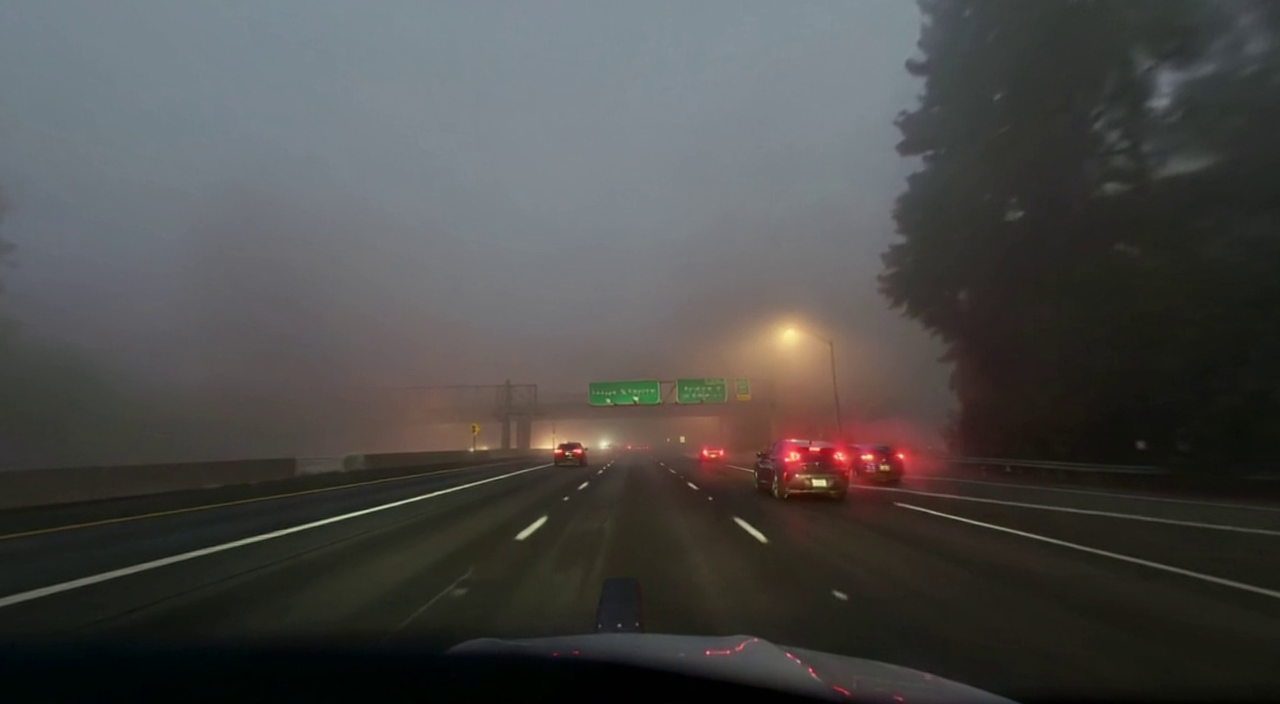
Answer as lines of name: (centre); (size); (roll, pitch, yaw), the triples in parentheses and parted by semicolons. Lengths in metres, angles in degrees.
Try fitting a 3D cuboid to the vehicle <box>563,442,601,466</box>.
vehicle: (-3.795, 6.753, 42.031); (2.091, 1.544, 4.409); (0, -8, 0)
